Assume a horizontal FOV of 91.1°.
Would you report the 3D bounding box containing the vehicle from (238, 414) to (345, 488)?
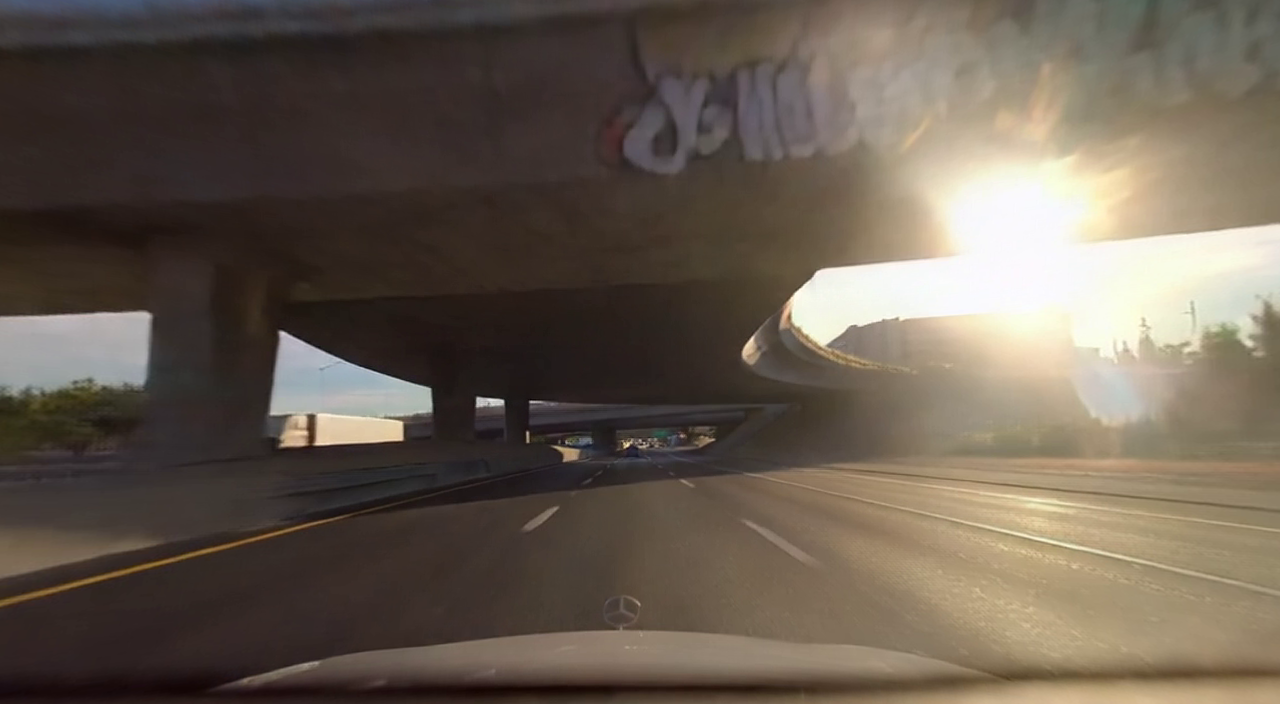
[{"bbox_3d":[-20.717,5.909,37.806,2.916,4.032,5.977,0,-9,-1],"label":"vehicle"}]
